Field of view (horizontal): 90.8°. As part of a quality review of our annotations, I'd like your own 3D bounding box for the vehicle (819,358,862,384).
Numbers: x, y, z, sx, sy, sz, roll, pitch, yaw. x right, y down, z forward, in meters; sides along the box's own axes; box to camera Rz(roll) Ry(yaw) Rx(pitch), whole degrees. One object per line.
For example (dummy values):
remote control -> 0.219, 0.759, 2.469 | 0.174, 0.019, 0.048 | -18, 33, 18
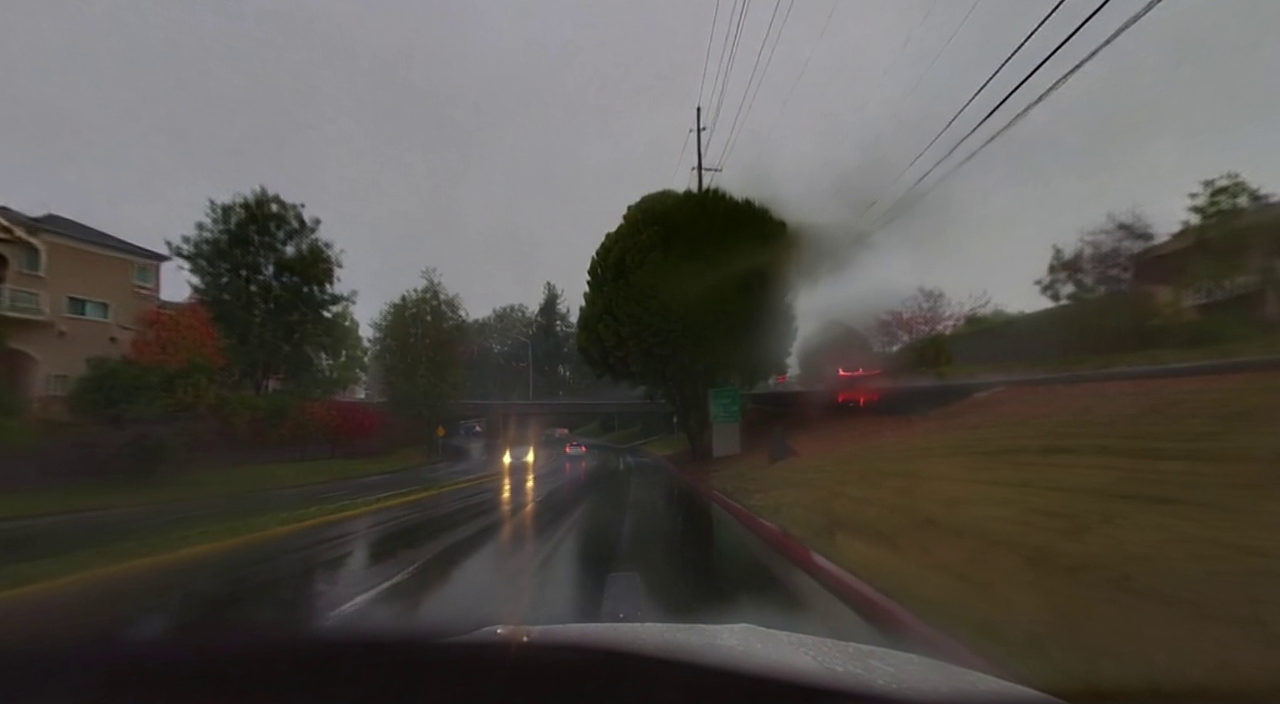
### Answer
vehicle -> 15.402, 1.496, 48.775 | 2.058, 1.475, 4.587 | 1, -7, 4
